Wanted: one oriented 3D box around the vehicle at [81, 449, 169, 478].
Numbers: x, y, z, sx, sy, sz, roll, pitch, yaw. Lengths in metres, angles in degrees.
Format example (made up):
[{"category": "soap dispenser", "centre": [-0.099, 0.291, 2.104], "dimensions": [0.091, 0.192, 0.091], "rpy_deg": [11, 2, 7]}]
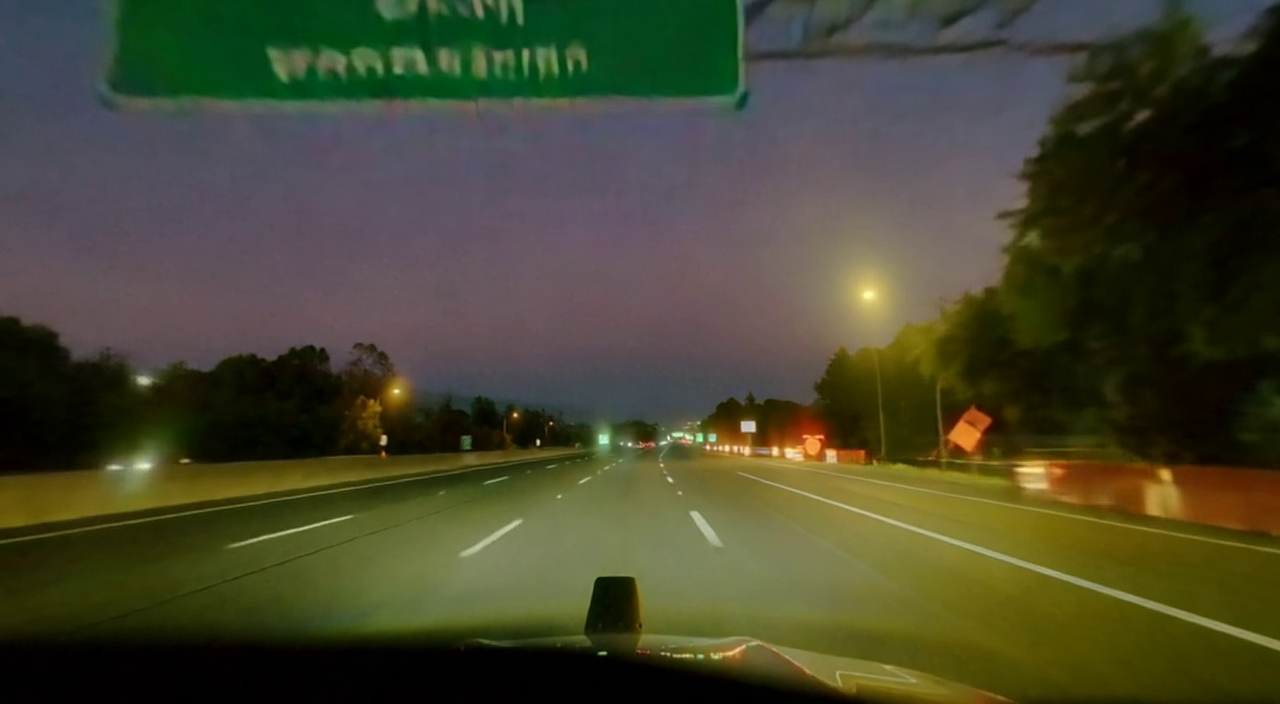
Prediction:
[{"category": "vehicle", "centre": [-29.804, 6.452, 36.610], "dimensions": [1.707, 1.538, 3.841], "rpy_deg": [0, -9, 3]}]
